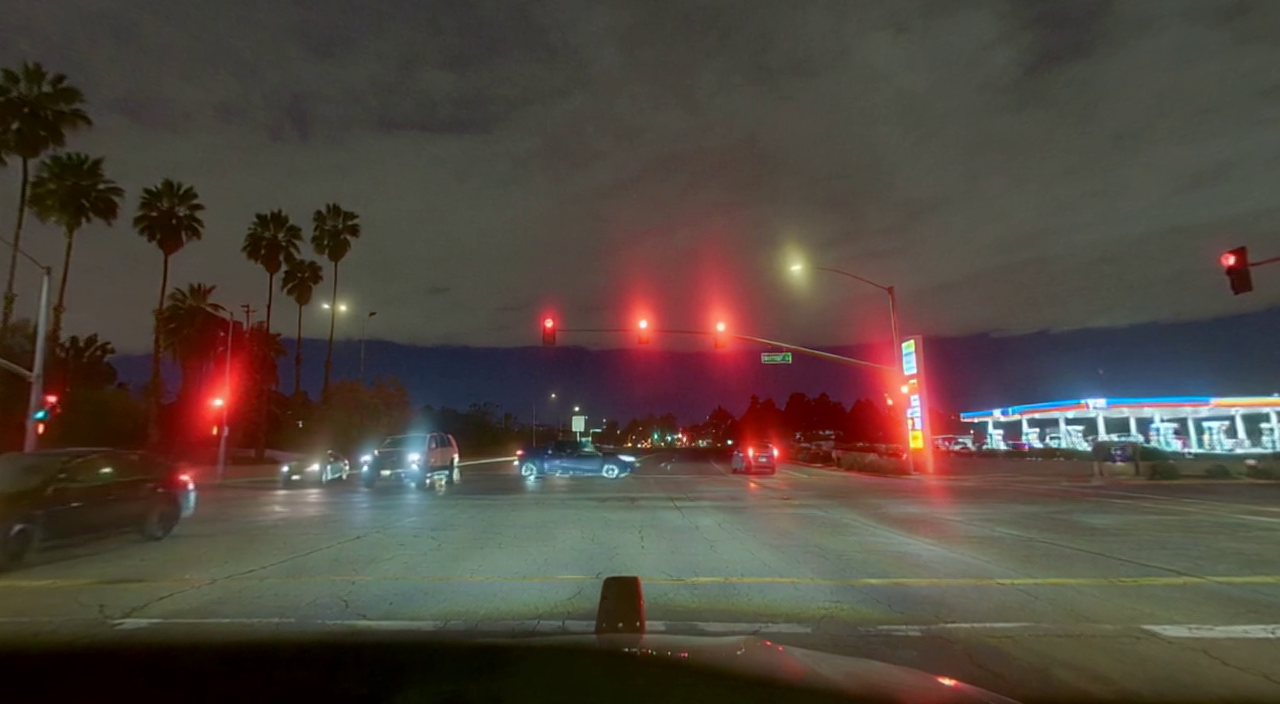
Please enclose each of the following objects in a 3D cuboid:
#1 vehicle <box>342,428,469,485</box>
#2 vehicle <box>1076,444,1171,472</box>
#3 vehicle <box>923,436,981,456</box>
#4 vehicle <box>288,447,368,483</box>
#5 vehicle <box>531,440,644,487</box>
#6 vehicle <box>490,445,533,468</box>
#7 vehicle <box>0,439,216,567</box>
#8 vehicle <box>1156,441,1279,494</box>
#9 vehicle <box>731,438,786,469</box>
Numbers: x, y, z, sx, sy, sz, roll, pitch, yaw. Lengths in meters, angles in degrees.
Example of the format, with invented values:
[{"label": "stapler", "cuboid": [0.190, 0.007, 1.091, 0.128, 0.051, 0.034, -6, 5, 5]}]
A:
[{"label": "vehicle", "cuboid": [-8.646, 3.944, 24.067, 2.609, 1.865, 5.875, 0, -9, 0]}, {"label": "vehicle", "cuboid": [24.246, 5.315, 31.747, 3.474, 1.376, 1.538, 0, -9, -2]}, {"label": "vehicle", "cuboid": [22.520, 6.784, 45.667, 3.356, 1.395, 1.559, 0, -9, -1]}, {"label": "vehicle", "cuboid": [-15.175, 5.483, 31.011, 1.809, 1.605, 4.033, 0, -9, 0]}, {"label": "vehicle", "cuboid": [-2.050, 3.981, 23.004, 2.079, 1.490, 5.064, 5, -10, -30]}, {"label": "vehicle", "cuboid": [-8.534, 7.005, 42.427, 1.908, 1.473, 4.394, 0, -9, 1]}, {"label": "vehicle", "cuboid": [-8.647, 2.010, 8.940, 2.034, 1.510, 4.647, 0, -9, 0]}, {"label": "vehicle", "cuboid": [18.670, 3.407, 18.820, 5.015, 1.446, 1.862, 0, -9, -3]}, {"label": "vehicle", "cuboid": [7.014, 6.102, 37.989, 1.929, 1.719, 4.892, 1, -9, -6]}]
